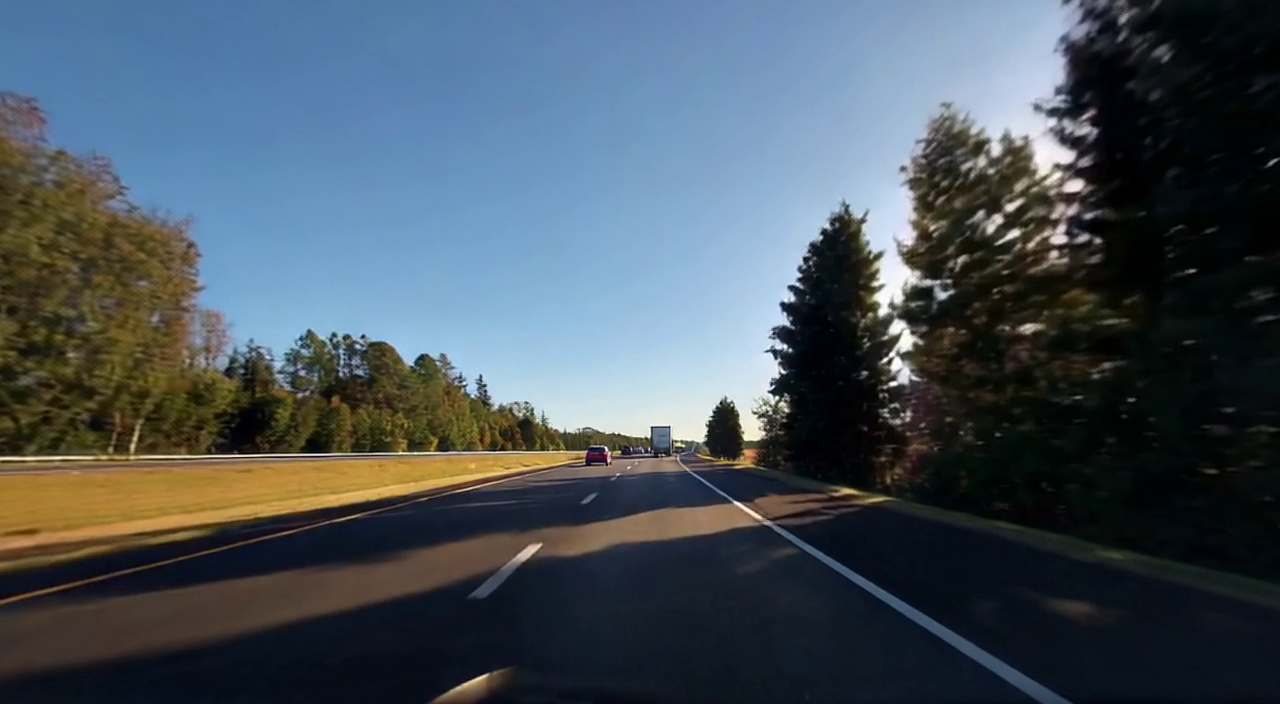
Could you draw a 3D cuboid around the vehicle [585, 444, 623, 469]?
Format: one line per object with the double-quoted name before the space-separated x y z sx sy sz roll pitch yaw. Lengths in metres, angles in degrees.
"vehicle" -2.315 6.842 41.377 2.199 1.555 4.451 0 -9 1
